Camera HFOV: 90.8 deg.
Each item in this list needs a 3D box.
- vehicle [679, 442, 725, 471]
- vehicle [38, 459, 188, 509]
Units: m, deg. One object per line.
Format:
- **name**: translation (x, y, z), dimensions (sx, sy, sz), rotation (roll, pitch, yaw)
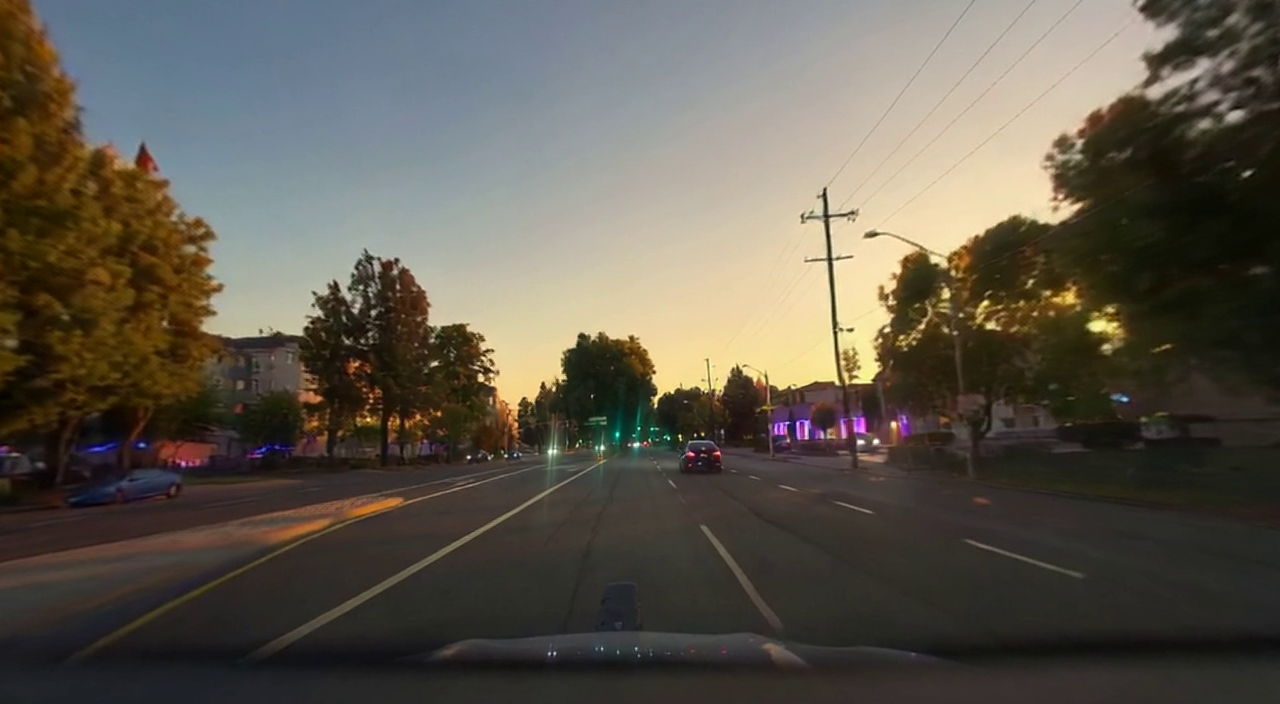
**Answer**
- **vehicle**: translation (3.159, 5.454, 33.200), dimensions (1.929, 1.411, 4.284), rotation (0, -8, -1)
- **vehicle**: translation (-19.677, 4.906, 23.884), dimensions (1.949, 1.610, 4.279), rotation (0, -8, 0)
